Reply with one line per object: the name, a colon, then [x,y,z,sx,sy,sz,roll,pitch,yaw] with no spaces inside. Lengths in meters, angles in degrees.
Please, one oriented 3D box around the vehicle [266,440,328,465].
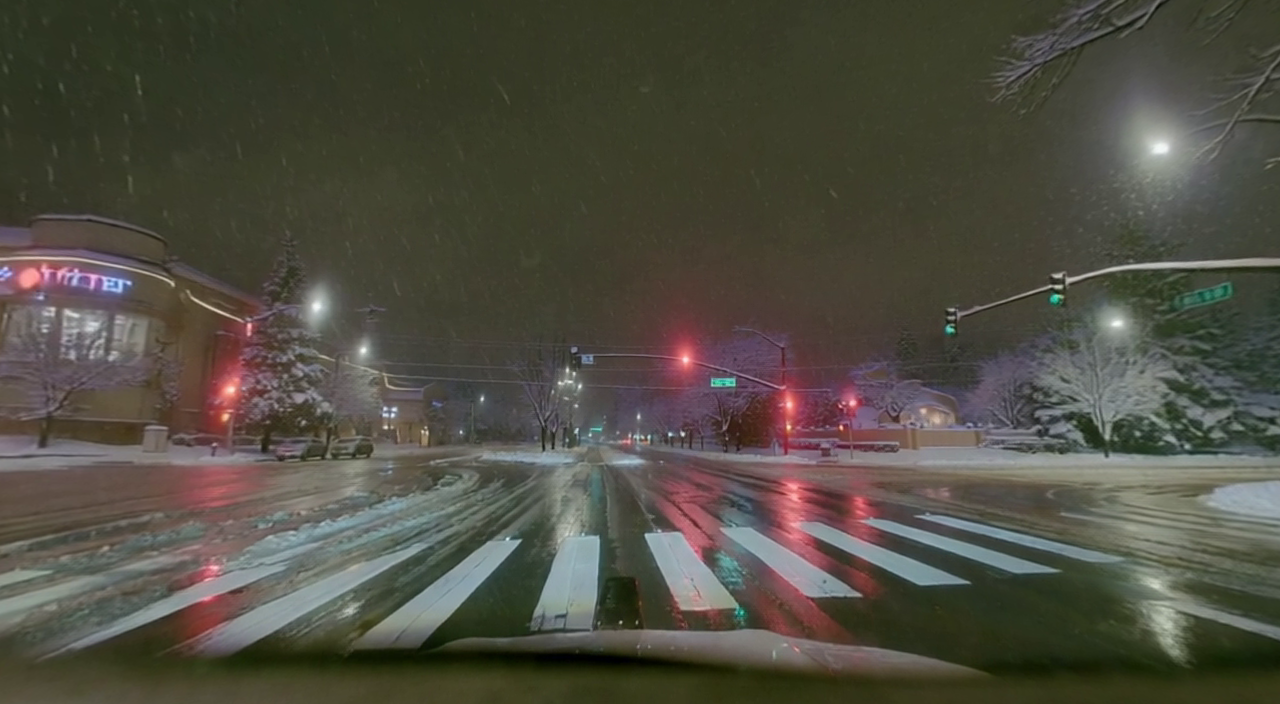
vehicle: [-21.855,6.407,40.426,2.005,1.496,4.020,1,-9,-6]
